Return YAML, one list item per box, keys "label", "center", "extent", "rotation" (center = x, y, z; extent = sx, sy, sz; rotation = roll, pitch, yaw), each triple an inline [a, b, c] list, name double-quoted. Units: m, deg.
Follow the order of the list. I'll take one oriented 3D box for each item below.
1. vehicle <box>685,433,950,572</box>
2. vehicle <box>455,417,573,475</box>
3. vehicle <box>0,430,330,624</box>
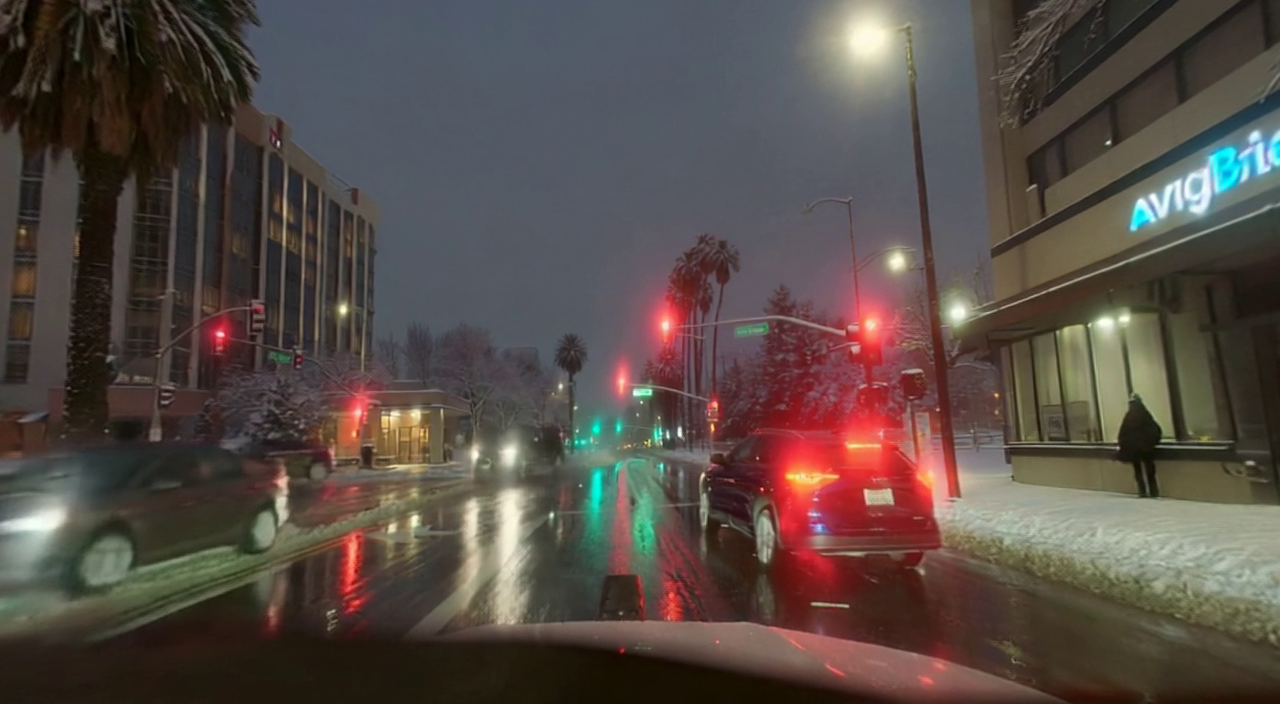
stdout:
- label: "vehicle"
  center: [2.122, 1.970, 9.265]
  extent: [2.090, 1.466, 4.676]
  rotation: [1, -8, -6]
- label: "vehicle"
  center: [-4.692, 3.673, 24.733]
  extent: [2.190, 1.964, 5.614]
  rotation: [-3, -9, 15]
- label: "vehicle"
  center: [-5.628, 1.678, 7.124]
  extent: [2.052, 1.478, 4.395]
  rotation: [0, -8, 0]
